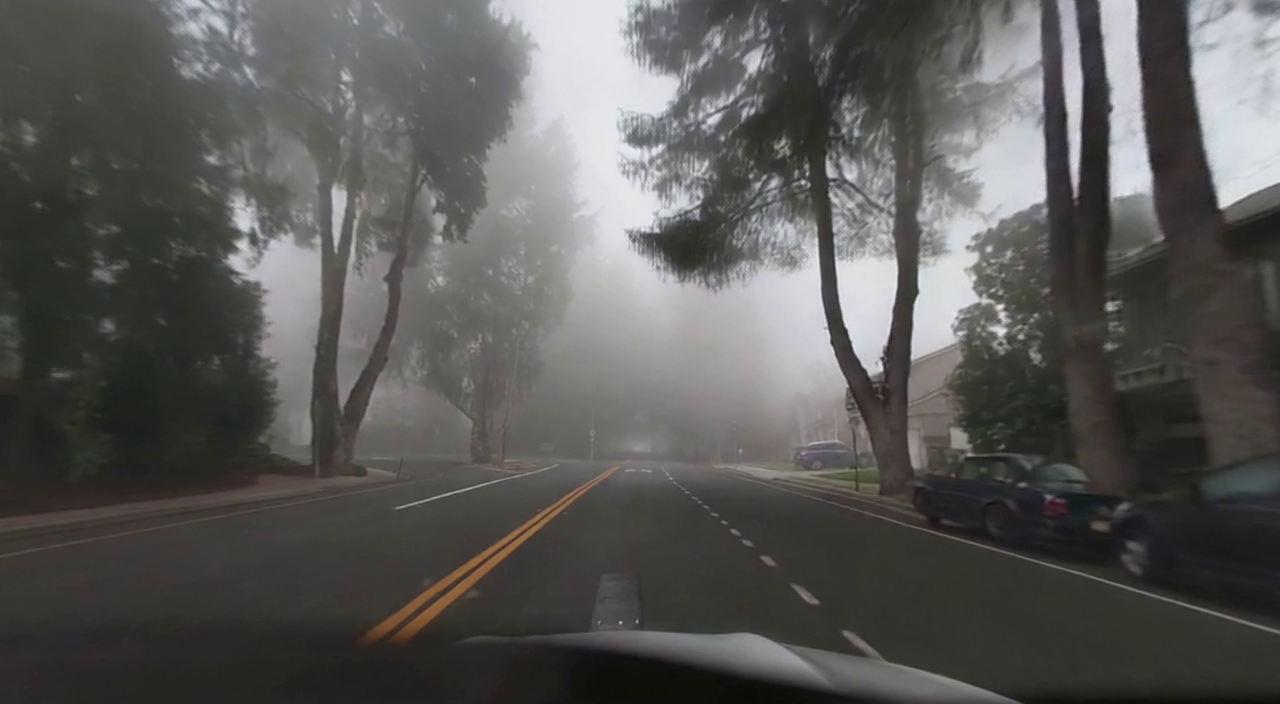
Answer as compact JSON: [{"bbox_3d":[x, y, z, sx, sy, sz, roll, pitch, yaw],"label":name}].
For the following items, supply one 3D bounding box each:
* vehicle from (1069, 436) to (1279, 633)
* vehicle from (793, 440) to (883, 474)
[{"bbox_3d":[6.025,1.455,5.074,1.893,1.543,4.434,0,-9,-2],"label":"vehicle"},{"bbox_3d":[11.213,5.953,36.065,4.453,1.590,1.861,-3,-7,3],"label":"vehicle"}]
